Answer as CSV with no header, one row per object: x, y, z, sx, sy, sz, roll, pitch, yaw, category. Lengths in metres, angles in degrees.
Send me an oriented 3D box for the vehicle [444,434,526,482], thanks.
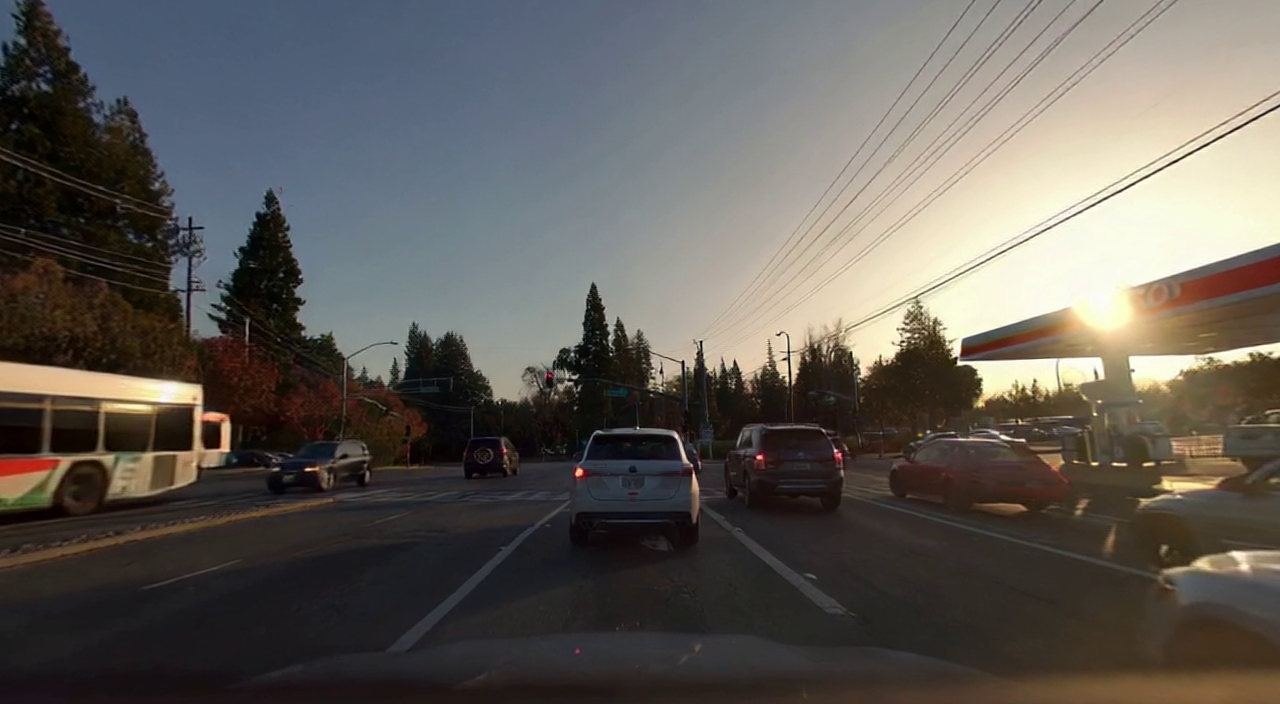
-6.386,4.434,26.747,2.190,1.795,4.993,0,-9,0,vehicle

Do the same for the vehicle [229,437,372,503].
-10.352,3.593,19.716,2.075,1.719,4.396,-2,-8,-1,vehicle

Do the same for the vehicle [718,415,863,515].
3.033,2.402,13.809,2.049,1.813,4.245,0,-9,-1,vehicle

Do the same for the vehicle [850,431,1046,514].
6.364,2.531,13.793,1.829,1.494,4.552,0,-8,-2,vehicle

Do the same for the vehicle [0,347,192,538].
-13.435,1.515,10.450,3.031,3.513,12.586,-1,-8,-1,vehicle

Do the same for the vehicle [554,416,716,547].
-0.118,1.985,10.282,2.087,1.677,4.053,0,-8,-2,vehicle

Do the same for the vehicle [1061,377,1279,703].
3.032,0.648,0.775,2.006,1.483,4.278,0,-8,-1,vehicle
